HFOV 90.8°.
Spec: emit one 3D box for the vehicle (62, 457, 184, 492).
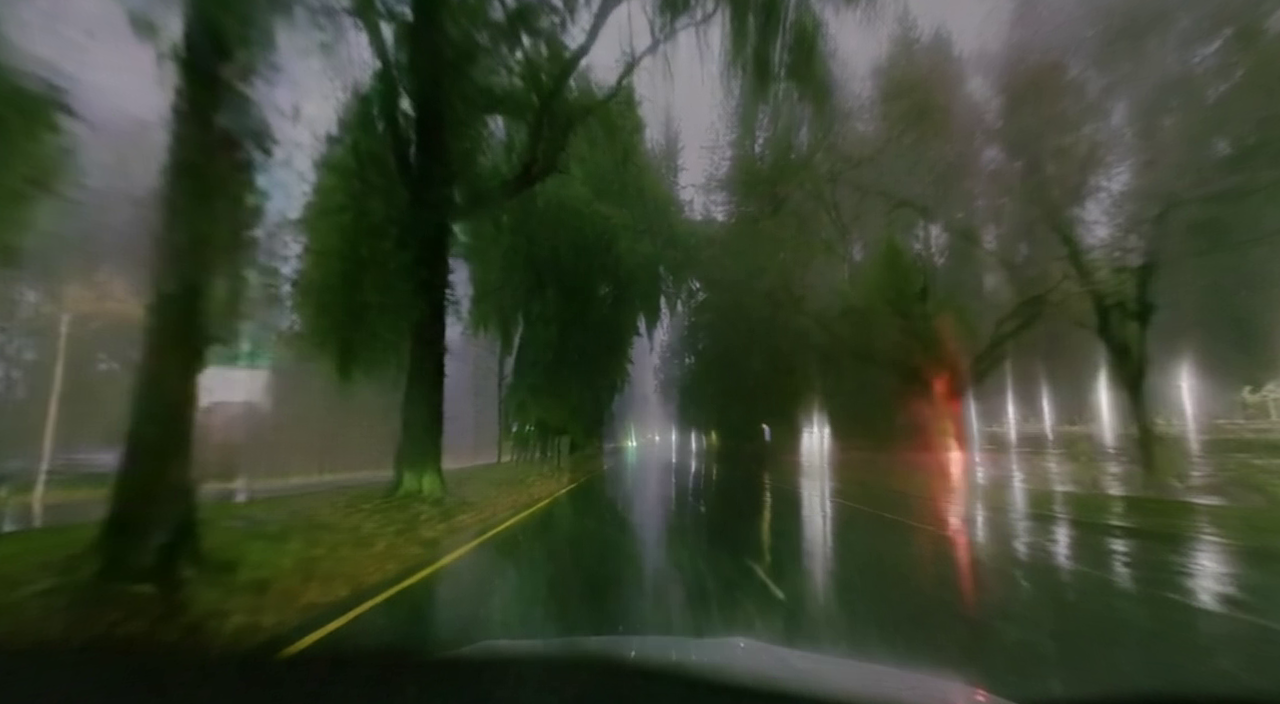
[{"bbox_3d":[-32.169,7.591,39.406,5.647,2.071,2.194,0,-9,2],"label":"vehicle"}]
